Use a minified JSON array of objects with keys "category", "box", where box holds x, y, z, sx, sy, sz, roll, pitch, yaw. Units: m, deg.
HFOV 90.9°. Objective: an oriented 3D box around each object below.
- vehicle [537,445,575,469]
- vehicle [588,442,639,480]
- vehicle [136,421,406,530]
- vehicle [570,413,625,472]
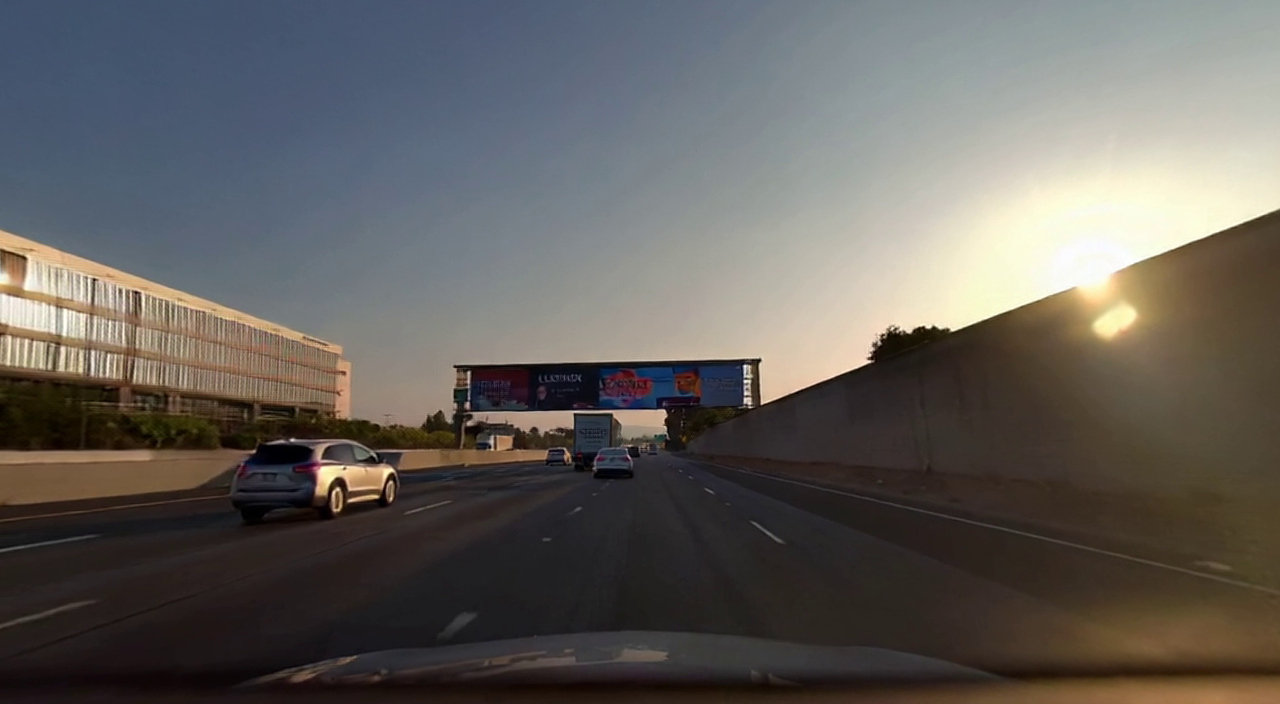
[{"category":"vehicle","box":[-6.197,7.775,47.010,2.124,1.674,4.541,0,-9,1]},{"category":"vehicle","box":[-1.155,4.914,28.575,2.168,1.597,3.615,0,-9,-1]},{"category":"vehicle","box":[-7.056,2.433,13.015,2.401,1.759,5.126,0,-9,1]},{"category":"vehicle","box":[-2.611,6.015,41.668,2.794,3.460,8.595,0,-9,1]}]
